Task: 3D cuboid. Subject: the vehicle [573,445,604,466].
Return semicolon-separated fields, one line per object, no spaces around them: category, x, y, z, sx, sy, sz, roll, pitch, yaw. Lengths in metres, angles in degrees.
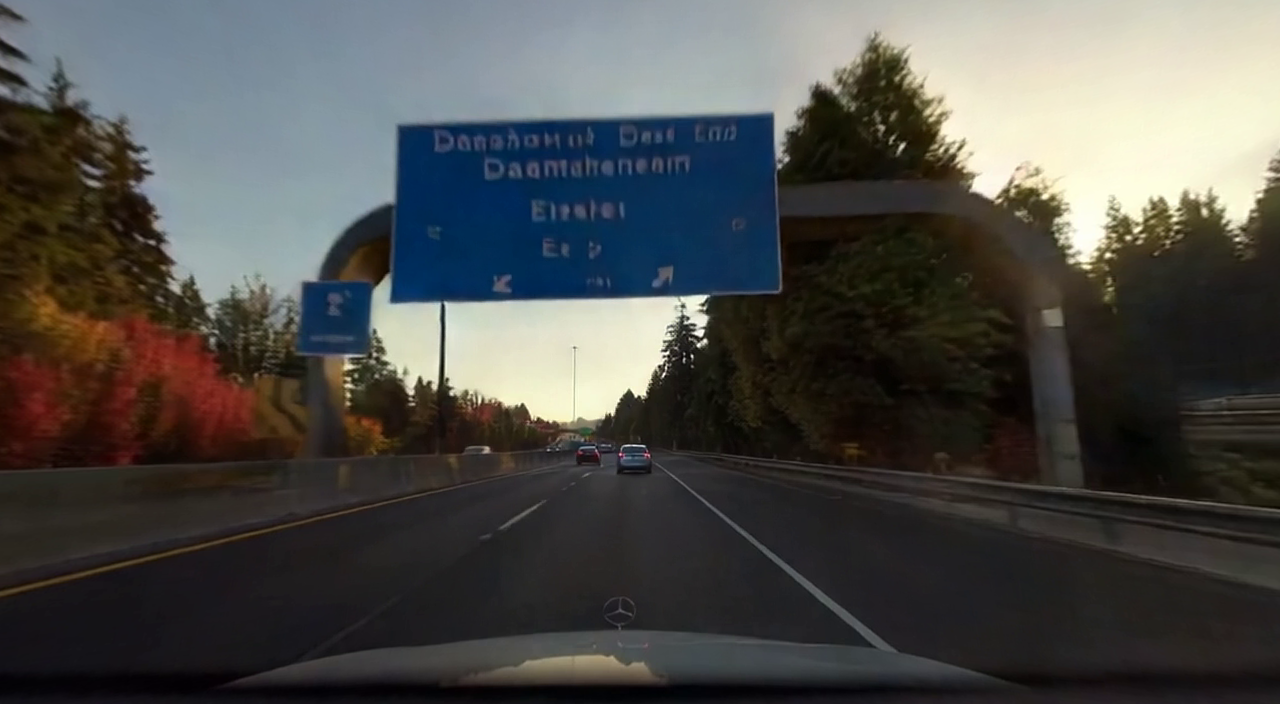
vehicle;-3.838;7.777;47.204;1.994;1.470;3.752;-1;-9;-1

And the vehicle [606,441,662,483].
vehicle;-0.266;4.379;25.175;2.066;1.490;3.759;0;-9;-1
